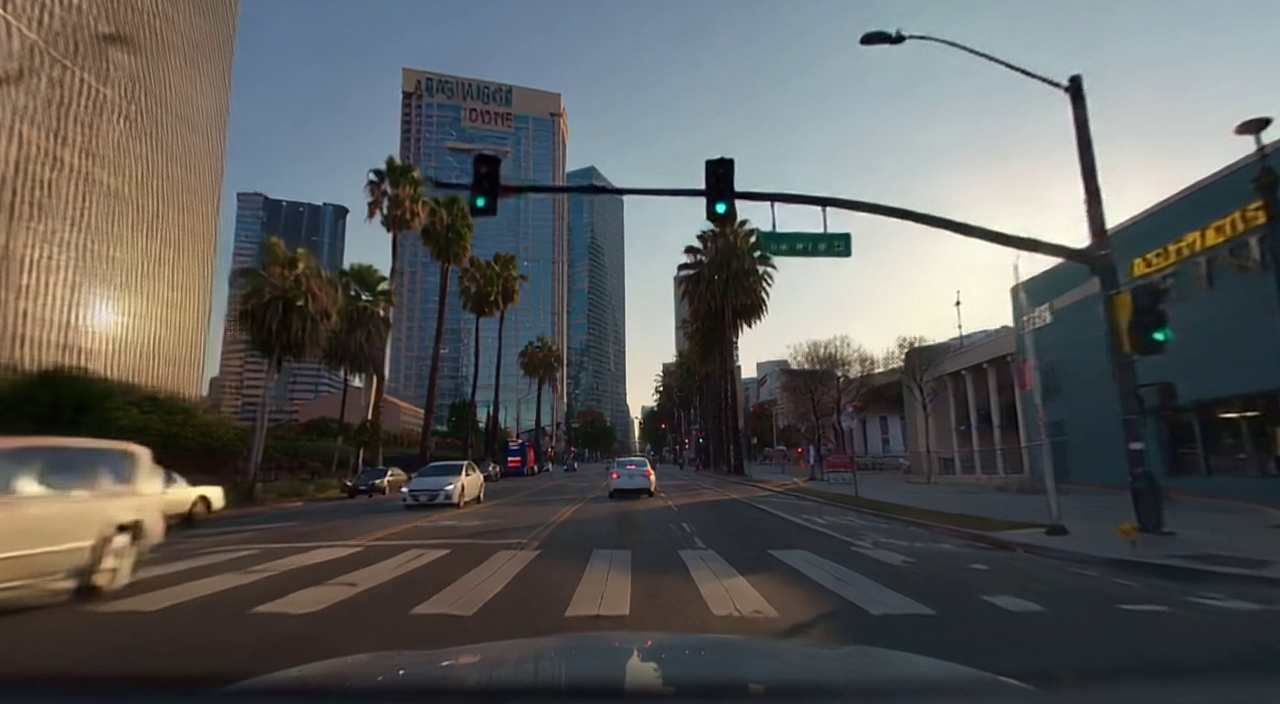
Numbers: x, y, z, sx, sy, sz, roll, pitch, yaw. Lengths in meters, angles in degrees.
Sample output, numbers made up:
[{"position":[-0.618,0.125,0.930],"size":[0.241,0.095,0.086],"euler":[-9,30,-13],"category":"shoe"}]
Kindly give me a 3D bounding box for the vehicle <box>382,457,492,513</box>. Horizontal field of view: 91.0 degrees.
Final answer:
[{"position":[-6.240,4.111,19.967],"size":[1.951,1.476,4.452],"euler":[-1,-9,1],"category":"vehicle"}]

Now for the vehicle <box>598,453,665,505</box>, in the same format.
[{"position":[-0.298,4.445,22.498],"size":[2.145,1.632,3.972],"euler":[0,-9,-1],"category":"vehicle"}]

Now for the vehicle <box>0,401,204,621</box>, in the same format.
[{"position":[-6.618,1.404,5.569],"size":[2.070,1.893,4.738],"euler":[0,-9,0],"category":"vehicle"}]

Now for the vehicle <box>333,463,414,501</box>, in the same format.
[{"position":[-12.719,6.290,30.418],"size":[1.914,1.551,4.634],"euler":[-4,-12,0],"category":"vehicle"}]
